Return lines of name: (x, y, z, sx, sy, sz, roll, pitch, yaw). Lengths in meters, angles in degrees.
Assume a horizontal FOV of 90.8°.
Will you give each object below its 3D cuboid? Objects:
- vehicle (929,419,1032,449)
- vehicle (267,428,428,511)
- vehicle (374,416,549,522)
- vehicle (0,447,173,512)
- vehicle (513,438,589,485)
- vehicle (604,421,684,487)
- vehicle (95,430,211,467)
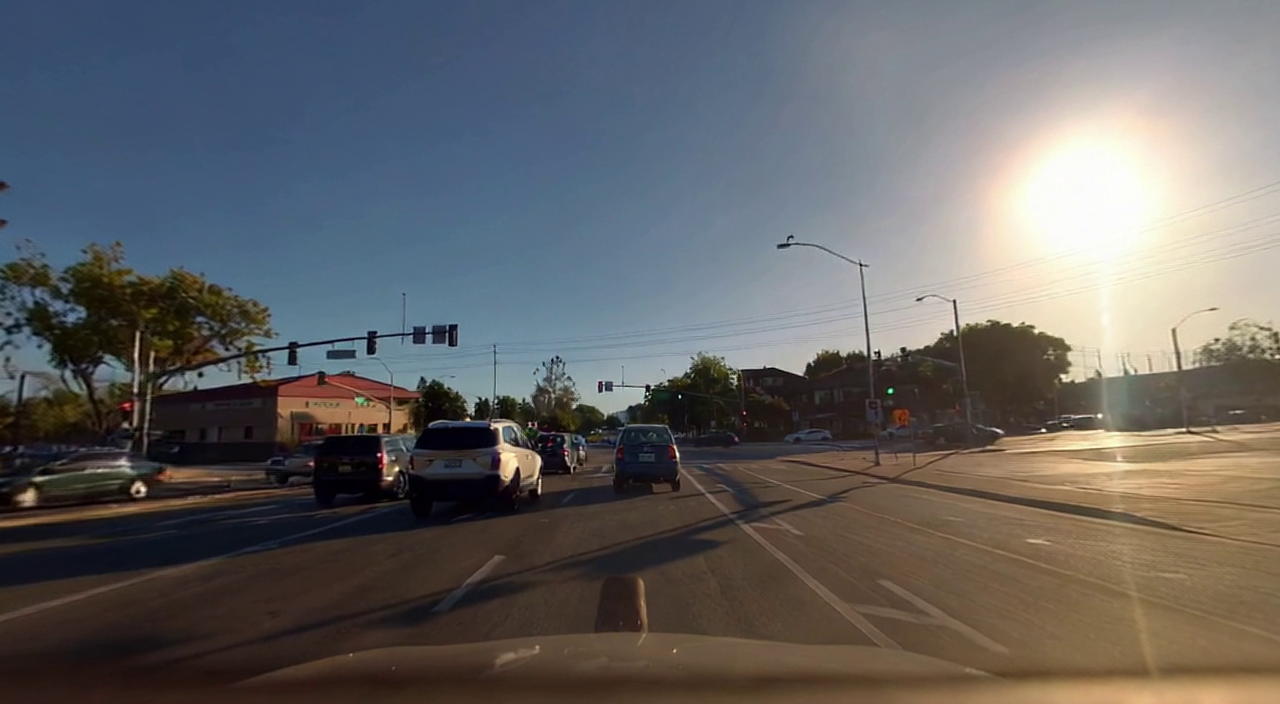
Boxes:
vehicle: (23.718, 5.775, 44.221, 5.782, 1.950, 2.225, -1, -9, 8)
vehicle: (-6.361, 2.578, 14.259, 1.790, 1.605, 3.696, 0, -9, 1)
vehicle: (-3.245, 2.243, 12.555, 2.096, 1.718, 4.266, 0, -9, 2)
vehicle: (-17.424, 3.686, 19.017, 2.299, 1.616, 5.765, 0, -9, 0)
vehicle: (-2.881, 3.659, 21.414, 1.881, 1.424, 4.098, 0, -9, 1)
vehicle: (0.126, 3.221, 20.154, 2.224, 1.819, 5.005, 0, -8, 1)
vehicle: (-37.578, 7.462, 48.888, 6.971, 2.685, 2.340, 0, -9, 1)
